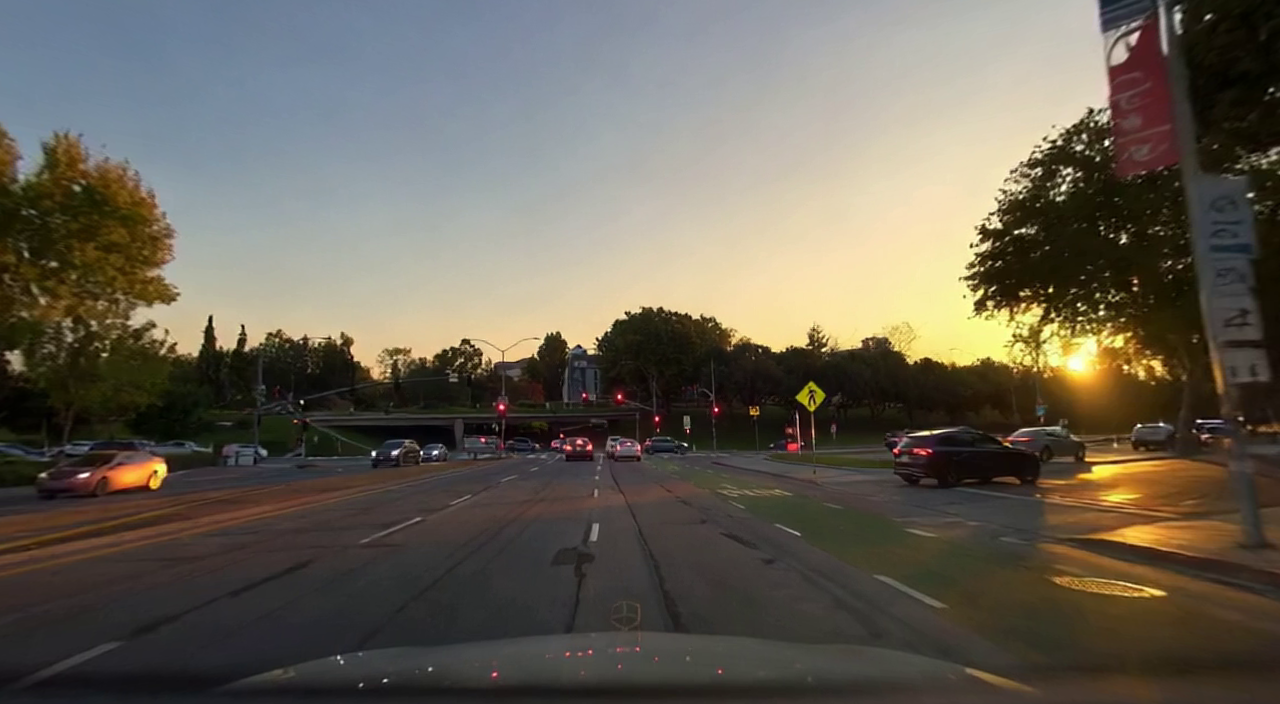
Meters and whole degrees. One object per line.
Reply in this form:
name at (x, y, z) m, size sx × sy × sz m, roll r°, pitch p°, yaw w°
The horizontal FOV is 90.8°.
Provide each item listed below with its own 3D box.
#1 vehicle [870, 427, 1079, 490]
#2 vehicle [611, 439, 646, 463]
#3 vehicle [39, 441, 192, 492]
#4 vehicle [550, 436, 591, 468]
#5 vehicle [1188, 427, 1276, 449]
vehicle at (8.809, 2.816, 16.922) m, size 4.487 × 1.539 × 1.947 m, roll 0°, pitch -8°, yaw -3°
vehicle at (-0.818, 6.550, 42.028) m, size 2.176 × 1.489 × 4.518 m, roll 0°, pitch -8°, yaw -2°
vehicle at (-21.111, 4.594, 25.811) m, size 1.984 × 1.855 × 5.137 m, roll 0°, pitch -8°, yaw -2°
vehicle at (-3.706, 5.451, 34.636) m, size 2.057 × 1.610 × 4.891 m, roll 0°, pitch -8°, yaw -4°
vehicle at (44.076, 6.438, 47.092) m, size 1.689 × 1.495 × 4.418 m, roll 6°, pitch -10°, yaw -35°
